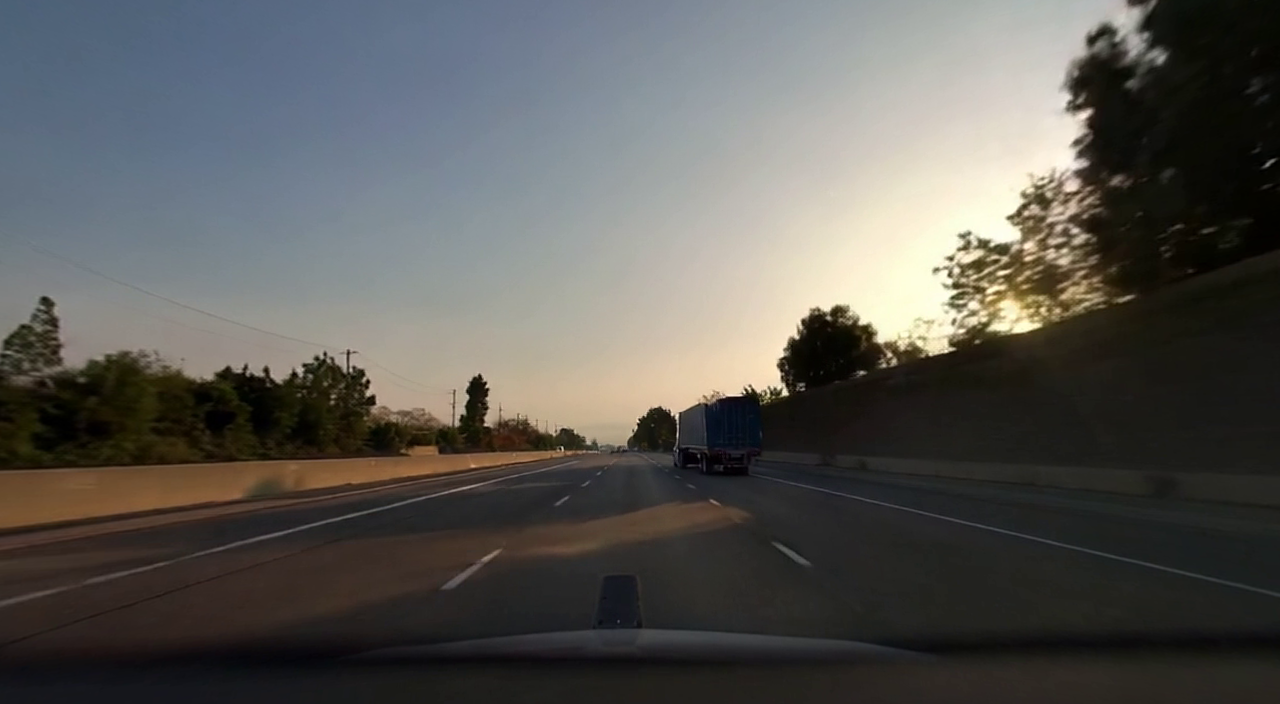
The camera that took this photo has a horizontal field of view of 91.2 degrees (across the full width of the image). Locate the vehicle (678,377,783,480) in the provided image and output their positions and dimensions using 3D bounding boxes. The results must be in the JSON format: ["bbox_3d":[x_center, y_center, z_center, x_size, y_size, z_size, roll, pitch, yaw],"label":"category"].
[{"bbox_3d":[3.882,3.989,31.138,2.922,3.905,14.151,0,-9,-1],"label":"vehicle"}]
